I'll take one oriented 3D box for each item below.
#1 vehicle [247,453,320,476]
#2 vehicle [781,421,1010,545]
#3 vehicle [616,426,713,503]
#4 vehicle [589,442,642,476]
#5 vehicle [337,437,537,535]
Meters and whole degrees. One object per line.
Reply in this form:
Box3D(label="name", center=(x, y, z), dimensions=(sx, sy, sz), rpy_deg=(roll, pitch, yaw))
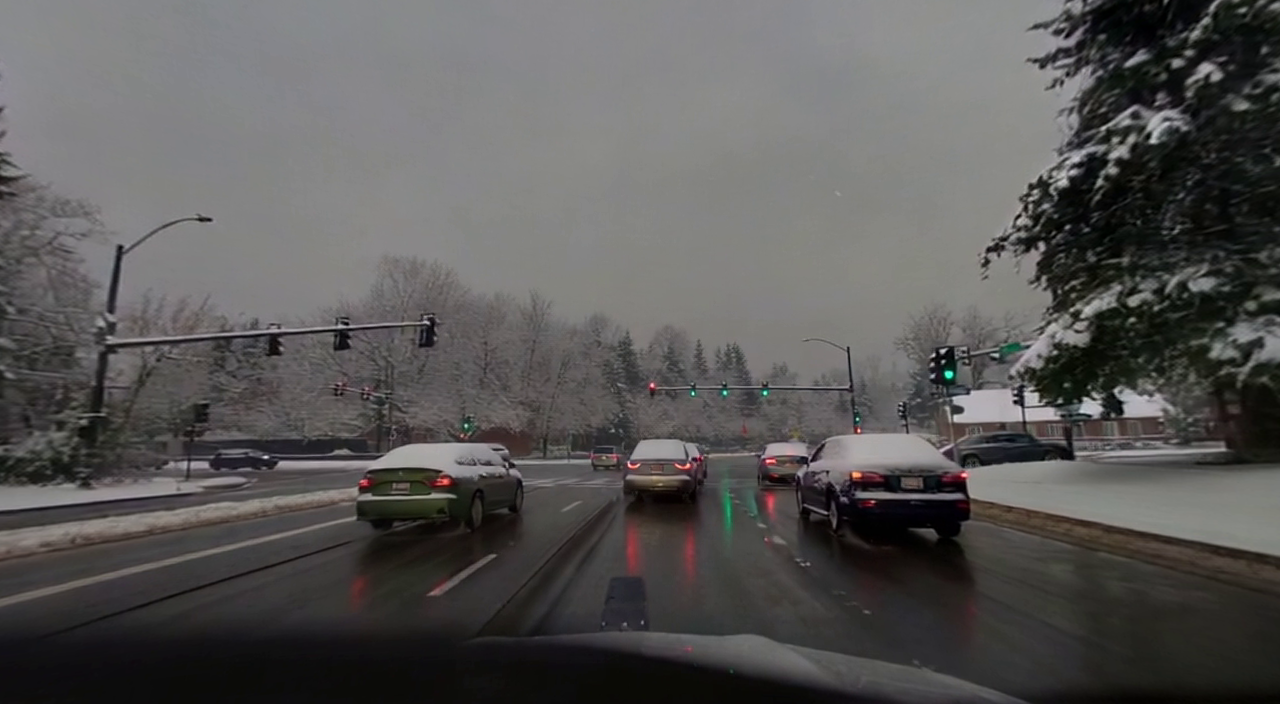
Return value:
Box3D(label="vehicle", center=(-27.649, 8.729, 48.944), dimensions=(4.711, 1.661, 1.990), rpy_deg=(-2, -9, 13))
Box3D(label="vehicle", center=(3.921, 2.100, 10.786), dimensions=(2.106, 1.636, 4.655), rpy_deg=(0, -9, 2))
Box3D(label="vehicle", center=(0.755, 2.959, 16.952), dimensions=(2.250, 1.768, 4.574), rpy_deg=(-1, -9, 5))
Box3D(label="vehicle", center=(-1.121, 5.182, 30.778), dimensions=(1.951, 1.492, 4.095), rpy_deg=(-1, -9, 7))
Box3D(label="vehicle", center=(-3.464, 2.373, 11.896), dimensions=(2.006, 1.464, 4.586), rpy_deg=(-1, -9, 4))
